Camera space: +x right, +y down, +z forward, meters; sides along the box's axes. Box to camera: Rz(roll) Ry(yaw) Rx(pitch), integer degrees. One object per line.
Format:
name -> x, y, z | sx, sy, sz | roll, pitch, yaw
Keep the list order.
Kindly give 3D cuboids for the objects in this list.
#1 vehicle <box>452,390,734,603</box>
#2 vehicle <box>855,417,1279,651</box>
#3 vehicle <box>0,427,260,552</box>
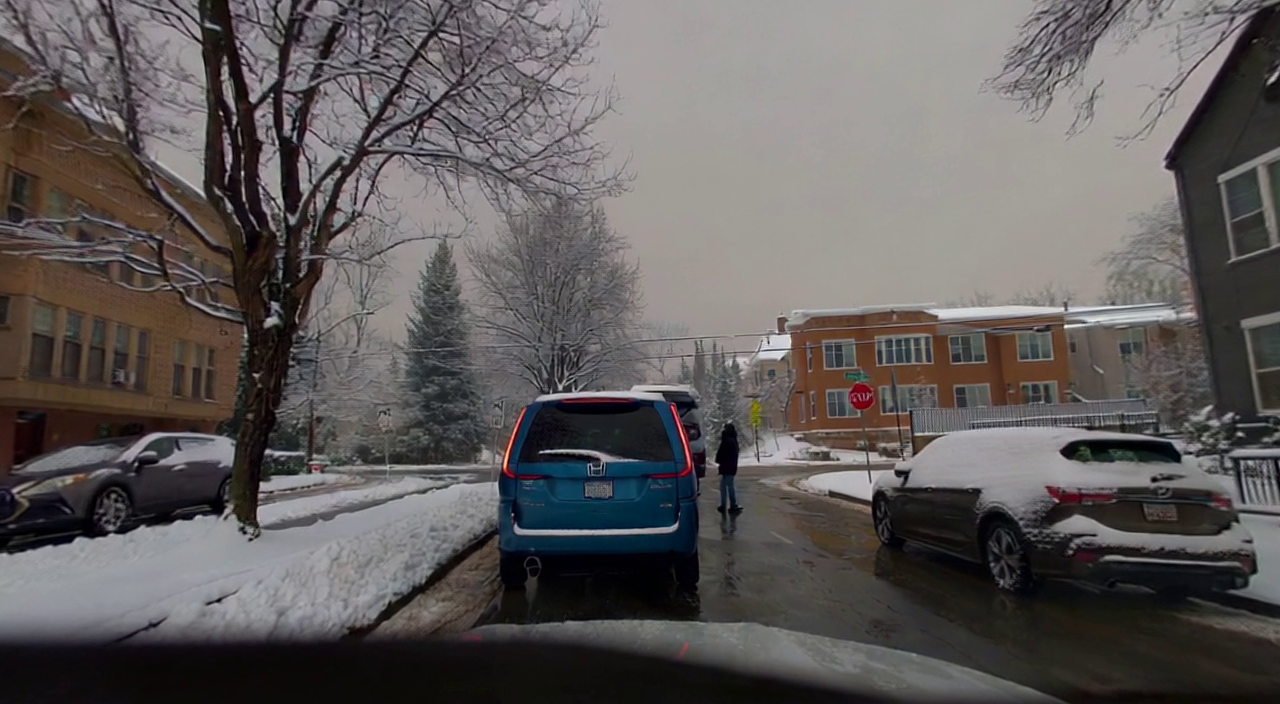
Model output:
vehicle -> -0.406, 1.563, 7.728 | 2.377, 1.787, 4.652 | 0, -8, 0
vehicle -> 4.220, 1.680, 6.906 | 1.959, 1.581, 4.731 | 4, -9, -2
vehicle -> -8.291, 2.020, 10.054 | 1.825, 1.532, 4.083 | -3, -7, 2
